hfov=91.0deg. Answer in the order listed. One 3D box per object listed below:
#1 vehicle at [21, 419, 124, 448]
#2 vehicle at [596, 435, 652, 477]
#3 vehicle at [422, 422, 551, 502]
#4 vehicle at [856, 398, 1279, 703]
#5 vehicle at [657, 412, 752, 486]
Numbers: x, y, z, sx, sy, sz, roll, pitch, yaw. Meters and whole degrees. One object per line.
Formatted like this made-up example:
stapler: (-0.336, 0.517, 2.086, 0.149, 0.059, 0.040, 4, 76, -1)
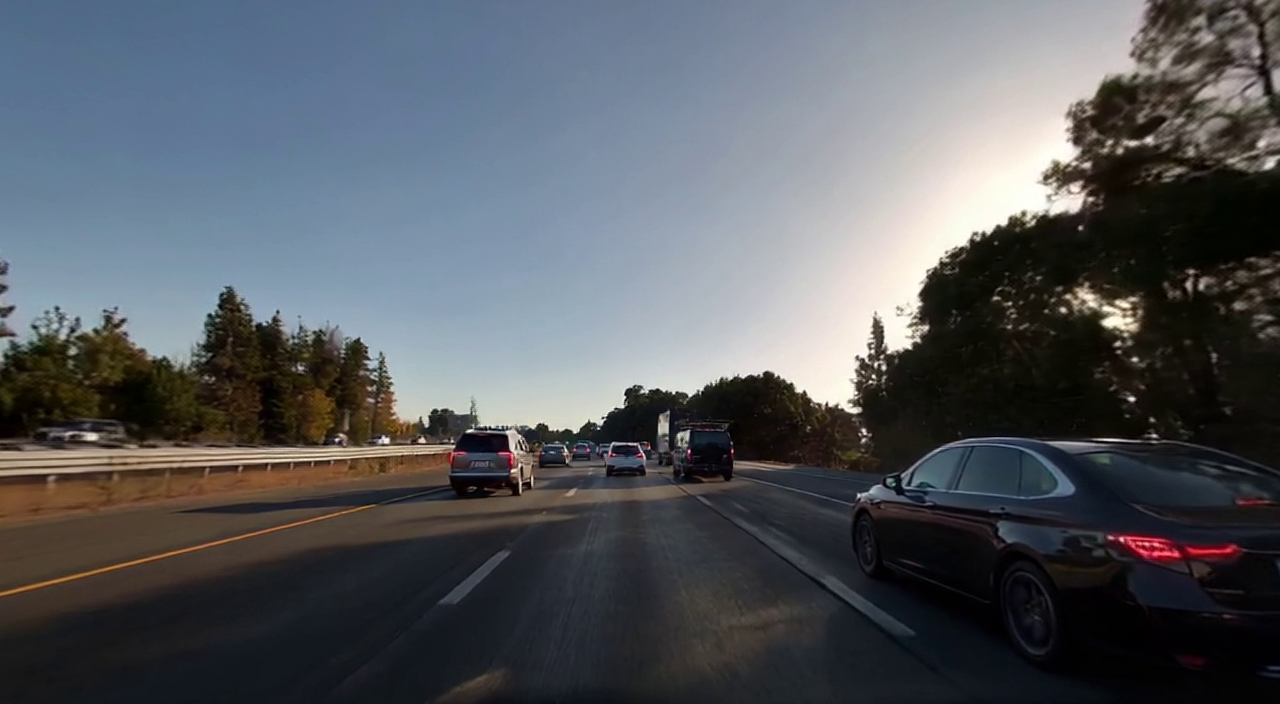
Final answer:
vehicle: (-31.916, 4.664, 35.576, 1.974, 1.531, 4.193, 1, -9, -2)
vehicle: (-0.687, 4.553, 27.673, 2.235, 1.682, 4.094, 0, -9, -1)
vehicle: (-3.795, 2.840, 16.603, 2.176, 1.783, 4.799, 0, -9, 0)
vehicle: (3.187, 1.214, 4.063, 2.031, 1.504, 4.327, 0, -9, 0)
vehicle: (3.017, 5.231, 34.290, 3.426, 3.279, 12.313, 0, -8, -2)
